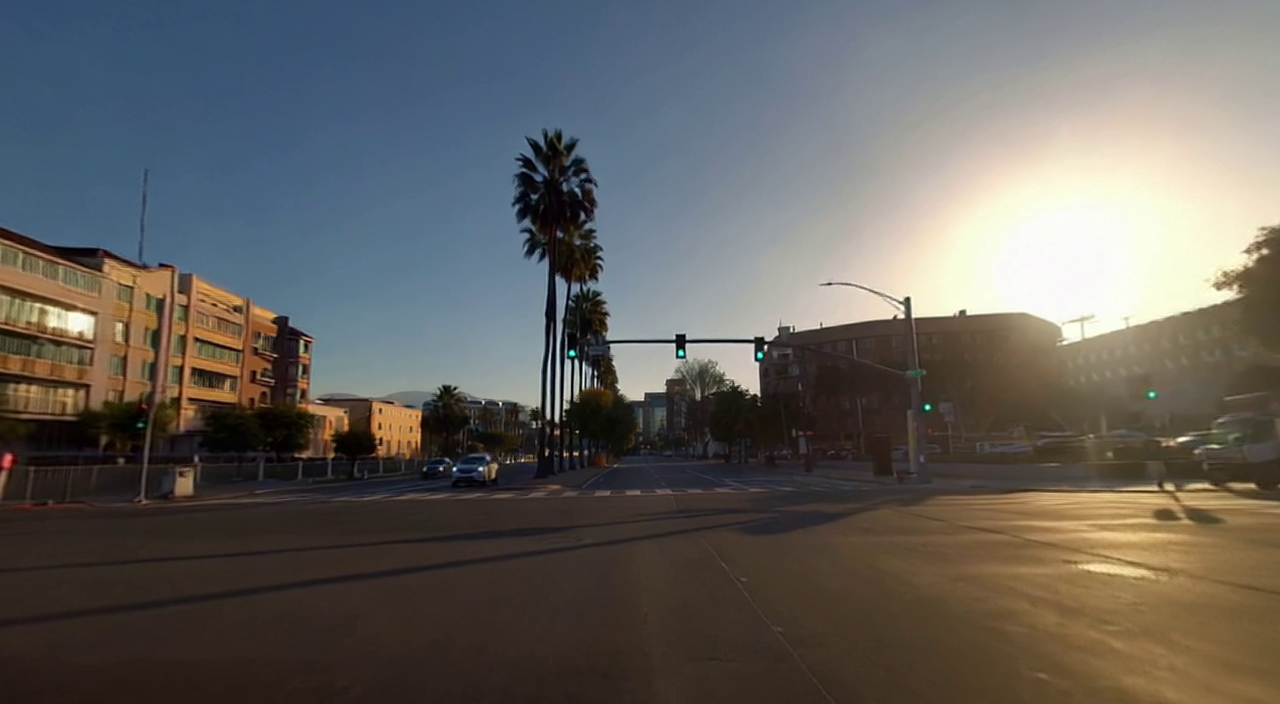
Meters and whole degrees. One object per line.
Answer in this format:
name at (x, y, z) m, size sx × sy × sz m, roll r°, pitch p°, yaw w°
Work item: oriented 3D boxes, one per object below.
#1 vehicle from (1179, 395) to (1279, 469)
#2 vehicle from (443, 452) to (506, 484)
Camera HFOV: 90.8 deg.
vehicle at (32.827, 3.948, 31.230) m, size 2.863 × 3.609 × 10.252 m, roll 0°, pitch -9°, yaw -3°
vehicle at (-8.671, 6.094, 33.518) m, size 2.095 × 1.482 × 4.523 m, roll 0°, pitch -9°, yaw 1°
